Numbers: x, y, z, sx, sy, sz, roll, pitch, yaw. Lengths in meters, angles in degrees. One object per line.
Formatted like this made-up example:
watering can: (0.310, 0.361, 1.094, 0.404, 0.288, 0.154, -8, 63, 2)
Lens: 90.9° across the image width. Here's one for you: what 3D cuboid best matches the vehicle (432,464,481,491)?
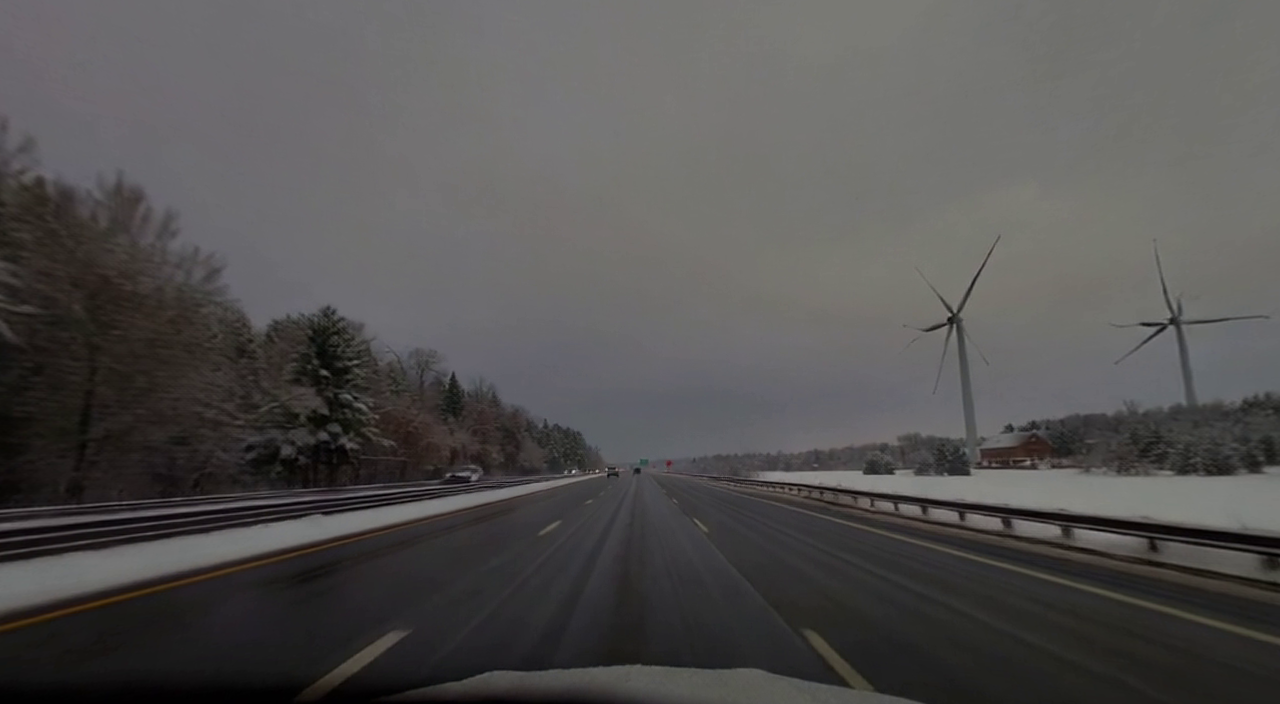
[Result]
vehicle: (-12.643, 8.672, 43.612, 1.977, 1.680, 4.321, 1, -11, 1)
